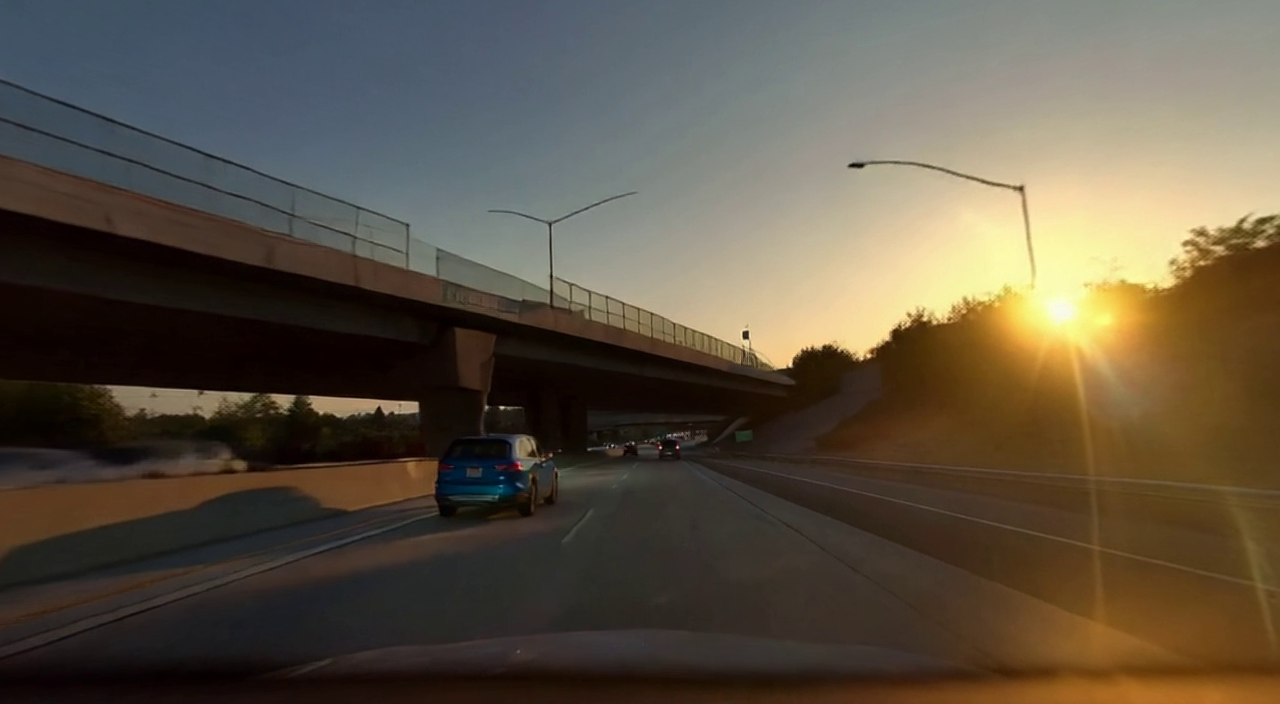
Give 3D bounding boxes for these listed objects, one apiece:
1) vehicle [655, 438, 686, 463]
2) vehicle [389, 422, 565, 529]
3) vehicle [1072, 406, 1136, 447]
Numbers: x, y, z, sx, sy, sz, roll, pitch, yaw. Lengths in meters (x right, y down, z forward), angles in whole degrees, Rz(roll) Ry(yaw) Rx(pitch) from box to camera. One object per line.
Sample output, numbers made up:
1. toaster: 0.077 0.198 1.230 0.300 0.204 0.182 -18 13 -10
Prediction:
1. vehicle: 2.073 6.883 44.072 2.073 1.621 3.993 -1 -8 1
2. vehicle: -2.893 2.325 12.459 2.143 1.693 4.513 -1 -8 2
3. vehicle: 28.696 4.619 39.029 2.588 2.449 1.523 -1 -8 6
